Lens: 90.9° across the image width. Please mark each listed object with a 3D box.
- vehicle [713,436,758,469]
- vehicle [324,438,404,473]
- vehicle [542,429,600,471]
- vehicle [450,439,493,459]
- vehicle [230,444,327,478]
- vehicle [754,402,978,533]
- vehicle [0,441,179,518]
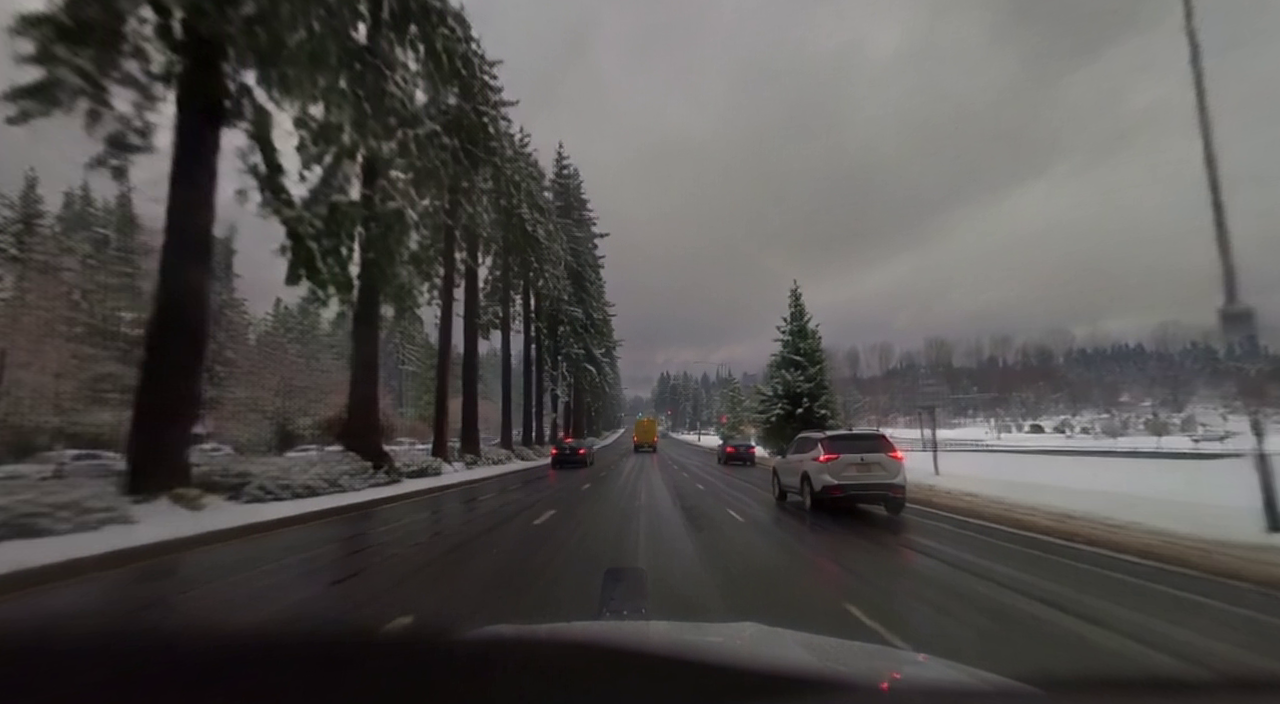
[{"bbox_3d":[5.531,5.902,37.143,2.280,1.757,4.572,-1,-8,4],"label":"vehicle"},{"bbox_3d":[-13.652,5.135,31.464,2.181,1.604,3.944,0,-8,1],"label":"vehicle"},{"bbox_3d":[-3.395,4.971,31.985,2.255,1.940,4.822,0,-8,2],"label":"vehicle"},{"bbox_3d":[-12.828,7.429,48.345,1.897,1.472,4.592,0,-8,2],"label":"vehicle"},{"bbox_3d":[-17.137,5.150,30.169,1.819,1.470,4.631,0,-8,1],"label":"vehicle"},{"bbox_3d":[4.022,2.220,12.752,2.381,2.008,5.971,0,-8,1],"label":"vehicle"},{"bbox_3d":[-13.826,2.900,14.893,2.142,1.528,4.804,0,-8,1],"label":"vehicle"}]
